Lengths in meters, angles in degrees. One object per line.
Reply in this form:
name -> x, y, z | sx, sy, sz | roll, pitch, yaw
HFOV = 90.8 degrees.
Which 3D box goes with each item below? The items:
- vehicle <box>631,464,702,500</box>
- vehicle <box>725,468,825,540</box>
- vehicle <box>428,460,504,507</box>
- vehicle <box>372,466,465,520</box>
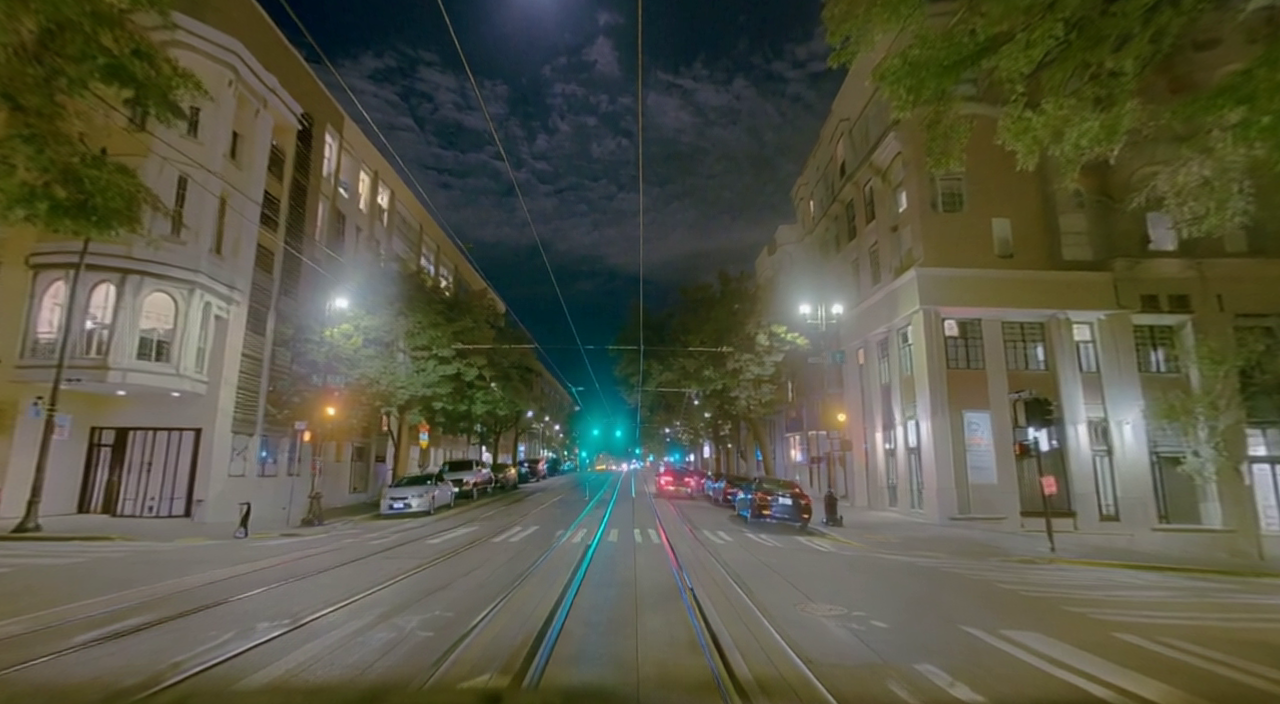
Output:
vehicle -> 1.304, 6.590, 32.217 | 1.984, 1.571, 3.404 | 5, -10, -33
vehicle -> 3.849, 4.415, 18.828 | 1.929, 1.723, 4.134 | 0, -8, -2
vehicle -> -7.405, 5.620, 27.390 | 1.861, 1.751, 4.550 | 1, -9, 2
vehicle -> -7.414, 4.802, 21.603 | 1.779, 1.588, 3.953 | 2, -12, -2
